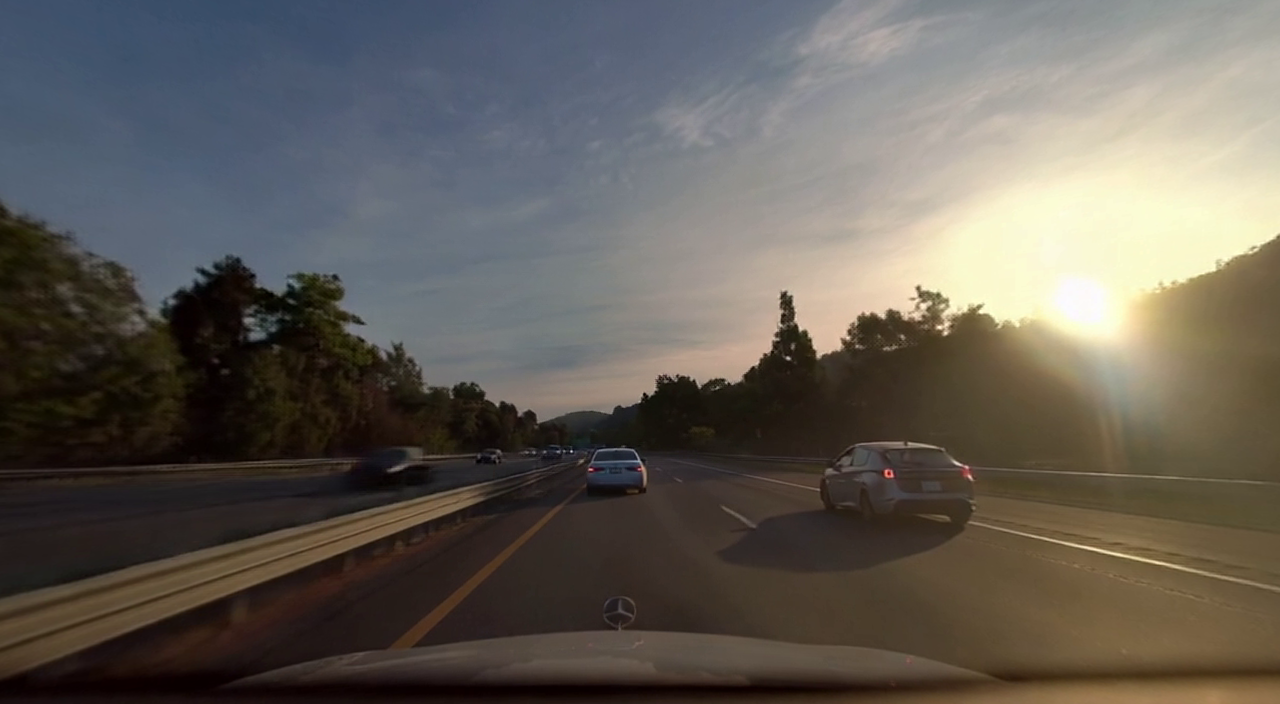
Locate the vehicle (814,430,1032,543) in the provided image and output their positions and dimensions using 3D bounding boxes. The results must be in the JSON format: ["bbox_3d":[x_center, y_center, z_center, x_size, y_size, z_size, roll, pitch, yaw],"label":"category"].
[{"bbox_3d":[4.511,2.179,10.726,1.910,1.554,3.718,0,-9,-1],"label":"vehicle"}]

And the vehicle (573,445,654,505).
[{"bbox_3d":[-0.689,3.404,17.780,2.013,1.479,4.169,0,-9,-1],"label":"vehicle"}]

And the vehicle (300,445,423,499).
[{"bbox_3d":[-8.799,3.805,20.317,1.899,1.522,4.578,0,-9,-1],"label":"vehicle"}]
